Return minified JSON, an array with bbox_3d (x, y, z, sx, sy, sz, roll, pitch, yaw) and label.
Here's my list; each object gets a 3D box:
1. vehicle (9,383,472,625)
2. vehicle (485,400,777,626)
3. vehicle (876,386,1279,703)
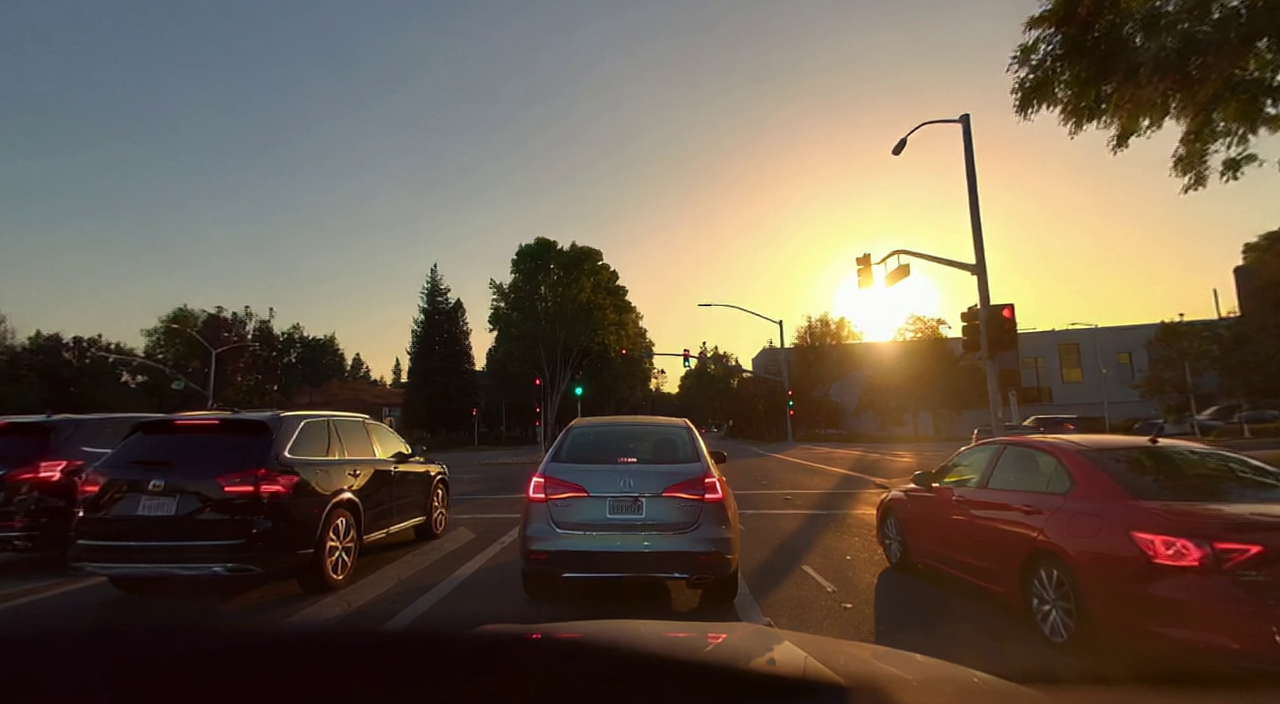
[{"bbox_3d":[-3.552,1.432,6.874,2.014,1.755,4.360,0,-8,3],"label":"vehicle"},{"bbox_3d":[-0.043,1.401,6.311,2.047,1.579,3.642,0,-8,1],"label":"vehicle"},{"bbox_3d":[3.585,1.199,4.617,2.010,1.486,4.498,0,-8,1],"label":"vehicle"}]
